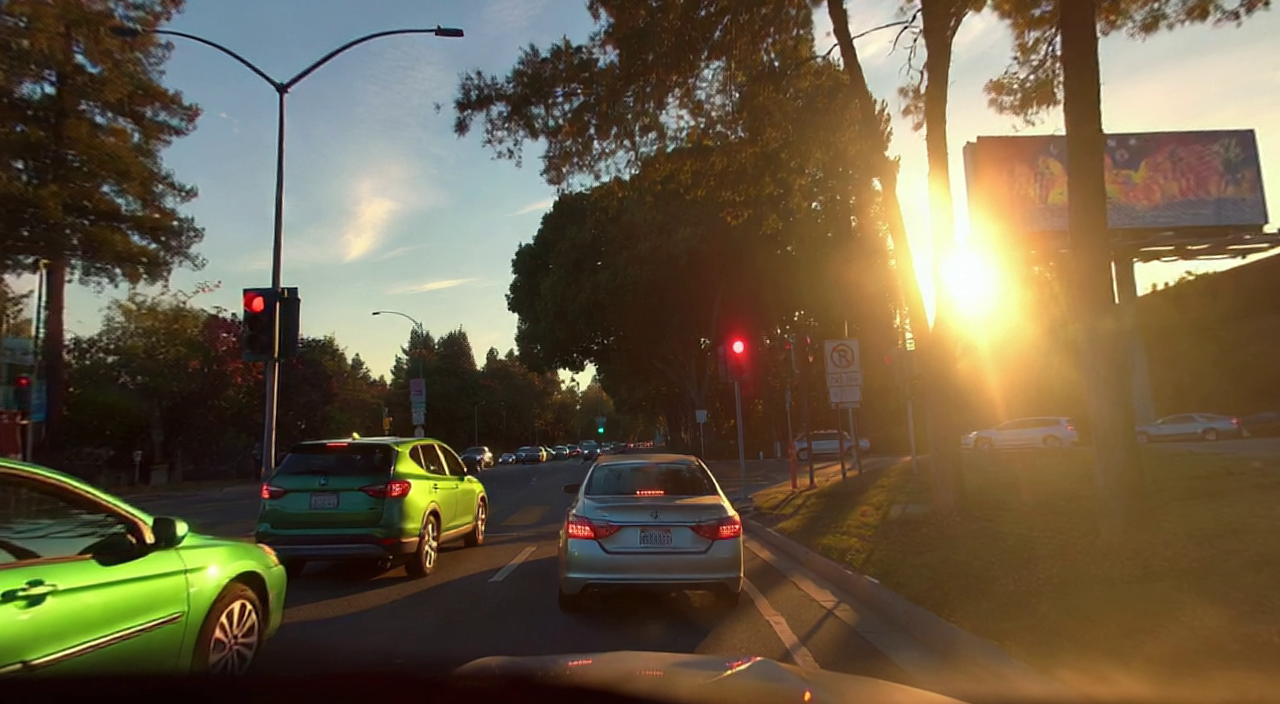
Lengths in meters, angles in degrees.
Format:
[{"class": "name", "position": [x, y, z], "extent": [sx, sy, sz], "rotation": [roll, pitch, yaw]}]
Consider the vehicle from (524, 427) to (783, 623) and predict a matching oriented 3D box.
[{"class": "vehicle", "position": [0.041, 1.590, 6.622], "extent": [1.977, 1.467, 3.474], "rotation": [0, -9, -2]}]

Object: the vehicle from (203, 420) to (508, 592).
[{"class": "vehicle", "position": [-3.166, 1.795, 8.136], "extent": [1.950, 1.628, 4.082], "rotation": [-1, -9, 1]}]

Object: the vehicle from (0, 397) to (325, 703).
[{"class": "vehicle", "position": [-3.145, 0.964, 2.422], "extent": [1.808, 1.520, 3.846], "rotation": [-1, -9, 1]}]
